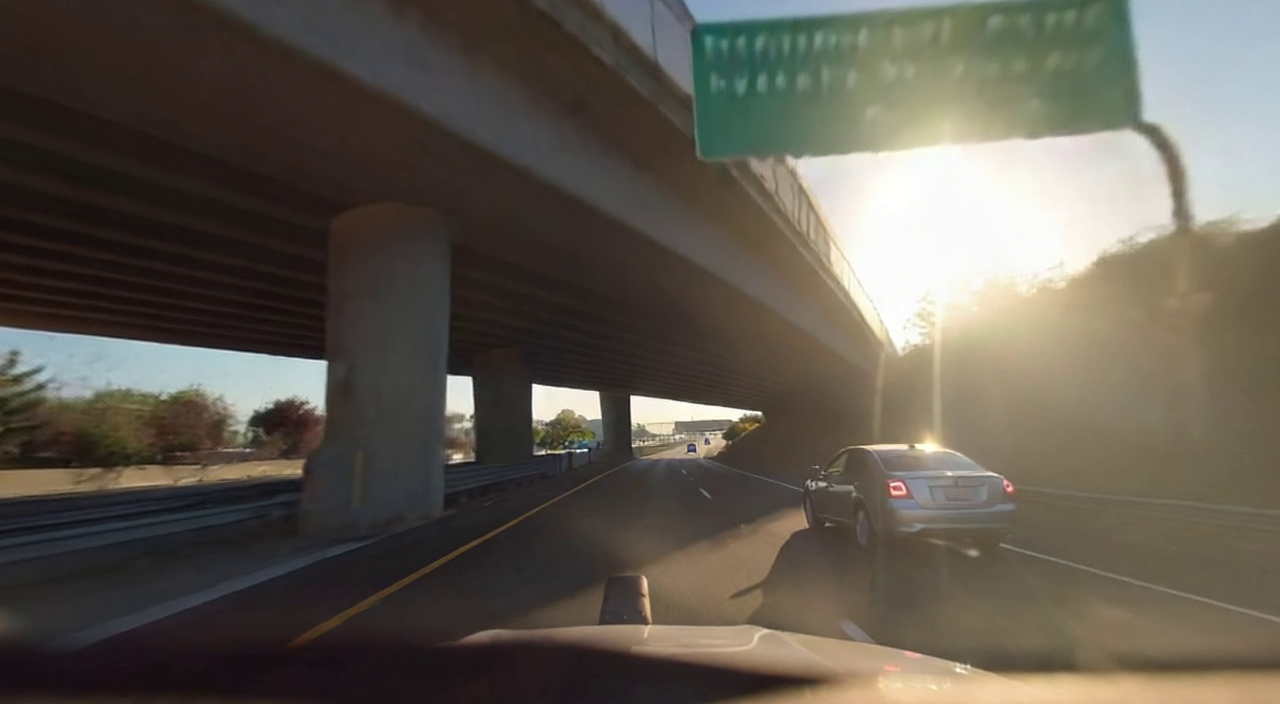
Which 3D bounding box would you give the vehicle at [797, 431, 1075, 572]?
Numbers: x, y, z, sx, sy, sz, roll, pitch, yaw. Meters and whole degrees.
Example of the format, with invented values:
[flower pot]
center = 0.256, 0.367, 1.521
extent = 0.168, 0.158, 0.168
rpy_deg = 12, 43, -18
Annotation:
[vehicle]
center = 3.747, 1.939, 8.969
extent = 1.997, 1.515, 4.025
rpy_deg = 0, -8, 0
